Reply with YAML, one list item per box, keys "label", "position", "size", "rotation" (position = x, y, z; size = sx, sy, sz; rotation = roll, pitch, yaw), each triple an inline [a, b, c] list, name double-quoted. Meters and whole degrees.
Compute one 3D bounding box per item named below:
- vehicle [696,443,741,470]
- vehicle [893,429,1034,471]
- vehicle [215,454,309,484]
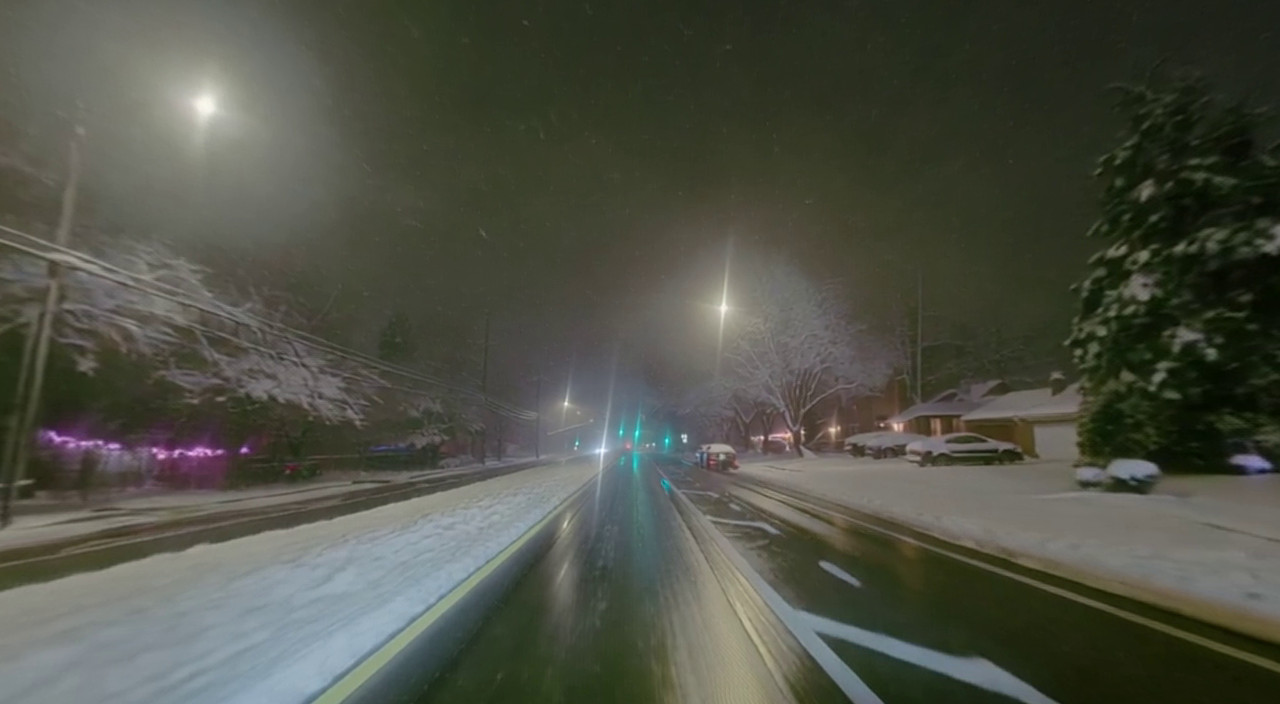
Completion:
- label: "vehicle"
  position: [4.795, 6.466, 39.155]
  size: [1.995, 1.553, 4.628]
  rotation: [0, -9, -2]
- label: "vehicle"
  position: [13.263, 4.042, 26.135]
  size: [4.710, 1.612, 1.999]
  rotation: [0, -9, -2]
- label: "vehicle"
  position: [-23.345, 7.215, 39.180]
  size: [4.466, 1.773, 2.063]
  rotation: [0, -9, -2]
